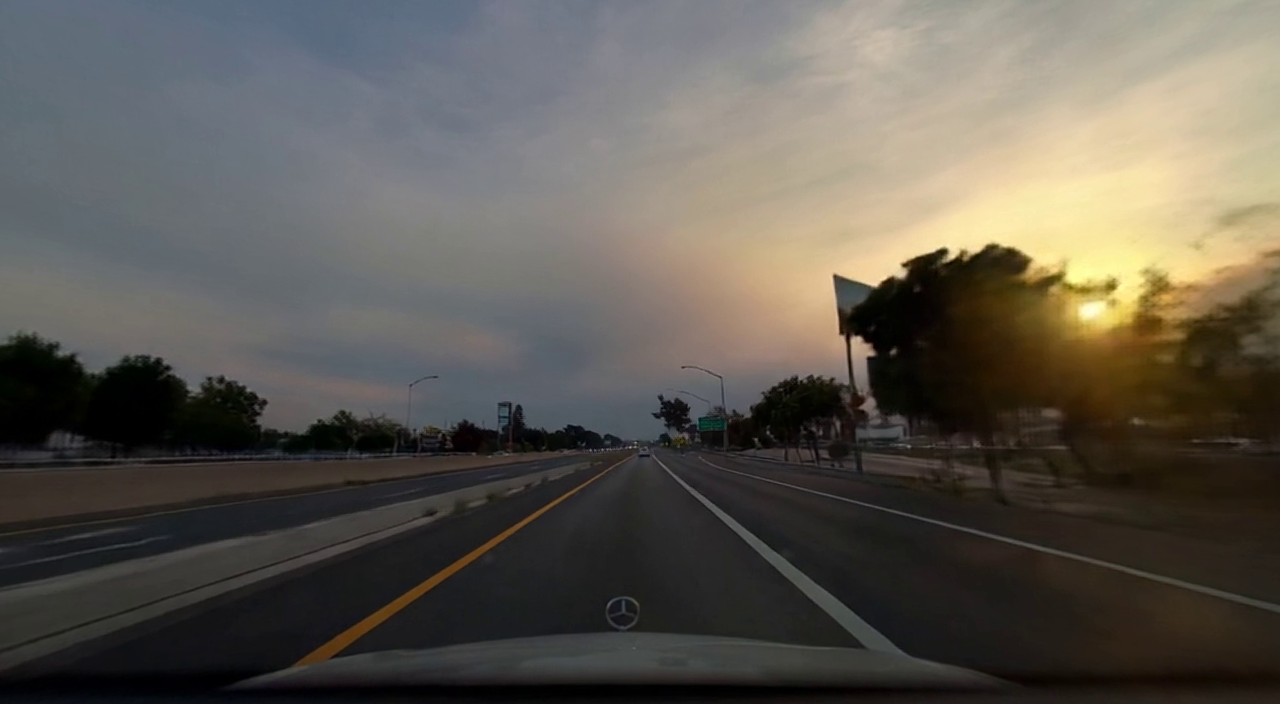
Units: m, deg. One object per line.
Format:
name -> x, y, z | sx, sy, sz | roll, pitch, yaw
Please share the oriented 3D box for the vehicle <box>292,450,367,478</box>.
vehicle -> -17.506, 6.289, 35.720 | 1.920, 1.481, 4.515 | 0, -9, 0
